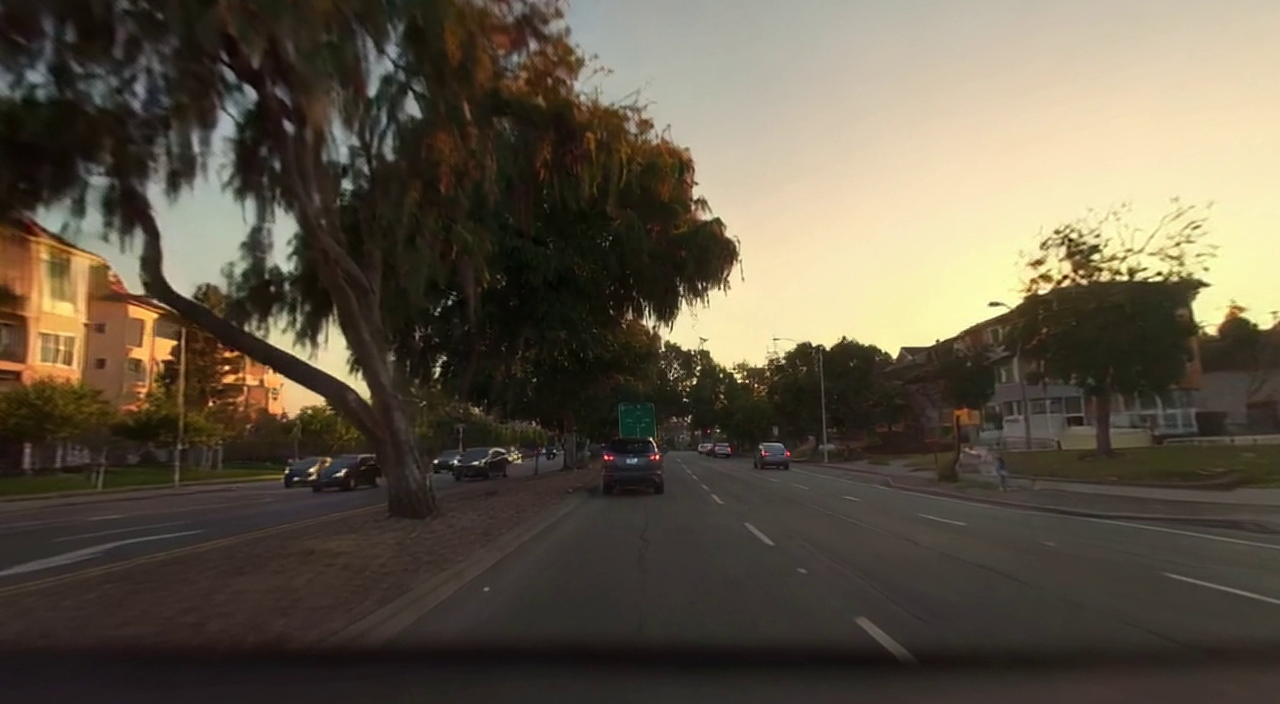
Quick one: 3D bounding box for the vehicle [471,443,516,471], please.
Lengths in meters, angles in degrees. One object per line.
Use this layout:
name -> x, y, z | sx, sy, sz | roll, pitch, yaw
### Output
vehicle -> -9.926, 7.136, 43.080 | 2.010, 1.760, 4.406 | 0, -8, 1

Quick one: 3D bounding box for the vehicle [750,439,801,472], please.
vehicle -> 7.597, 5.825, 35.781 | 1.971, 1.722, 4.341 | 0, -8, 1

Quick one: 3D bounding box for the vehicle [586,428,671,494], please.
vehicle -> -0.300, 3.349, 19.659 | 2.332, 1.798, 4.546 | 0, -8, 0

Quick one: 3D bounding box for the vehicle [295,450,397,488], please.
vehicle -> -13.343, 5.298, 28.970 | 2.198, 1.550, 4.824 | 0, -8, 2
